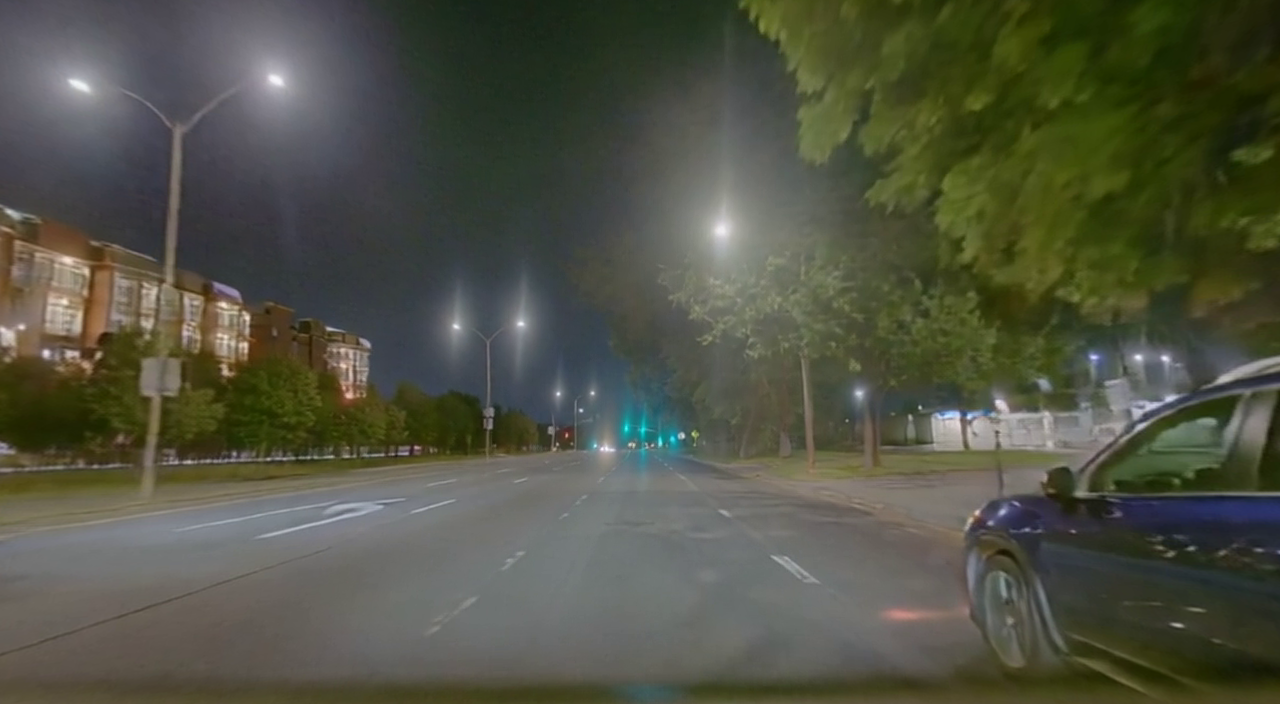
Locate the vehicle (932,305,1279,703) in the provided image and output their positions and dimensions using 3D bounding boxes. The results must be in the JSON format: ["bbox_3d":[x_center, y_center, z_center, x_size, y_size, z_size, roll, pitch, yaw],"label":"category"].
[{"bbox_3d":[2.944,0.722,1.702,2.047,1.768,4.607,0,-9,0],"label":"vehicle"}]
